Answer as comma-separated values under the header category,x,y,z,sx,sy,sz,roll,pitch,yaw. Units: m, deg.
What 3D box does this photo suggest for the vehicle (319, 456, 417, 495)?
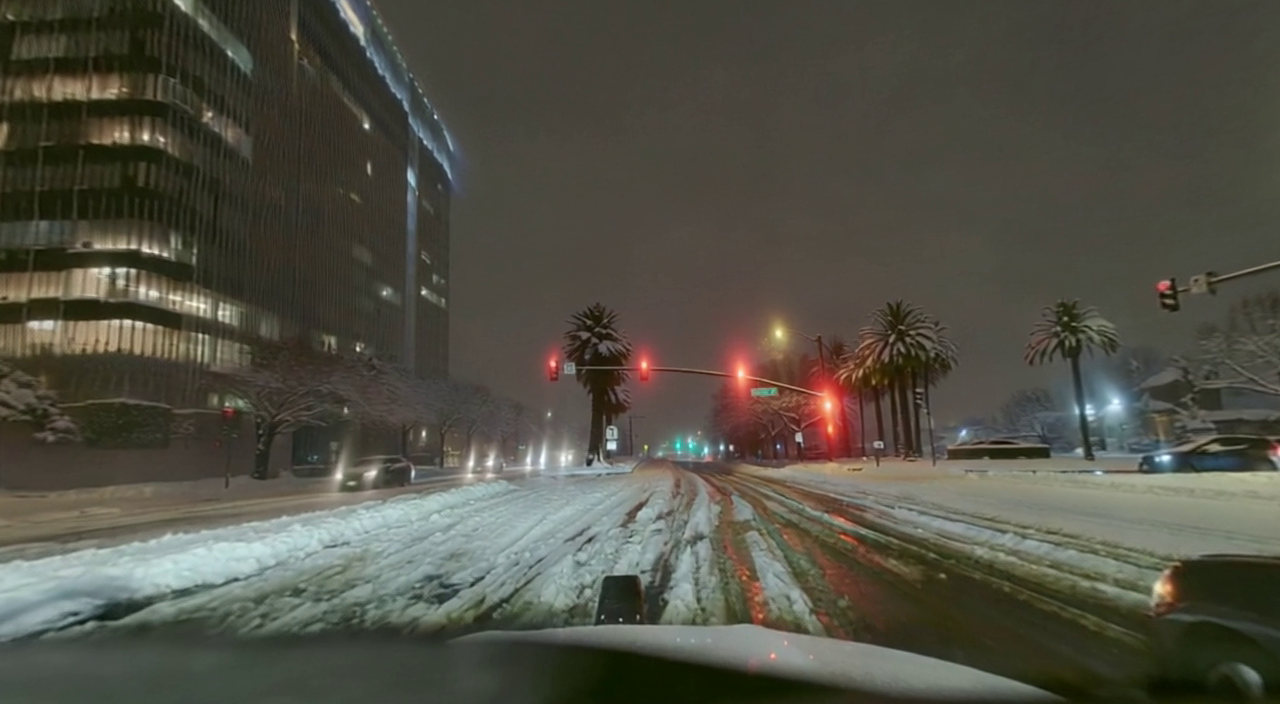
category,x,y,z,sx,sy,sz,roll,pitch,yaw
vehicle,-12.103,5.497,28.528,2.145,1.504,4.857,-1,-9,2

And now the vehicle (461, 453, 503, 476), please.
category,x,y,z,sx,sy,sz,roll,pitch,yaw
vehicle,-12.043,8.626,48.521,2.038,1.624,4.292,-1,-9,1

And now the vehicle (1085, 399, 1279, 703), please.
category,x,y,z,sx,sy,sz,roll,pitch,yaw
vehicle,3.229,0.653,0.508,2.106,1.472,4.854,0,-9,-2
